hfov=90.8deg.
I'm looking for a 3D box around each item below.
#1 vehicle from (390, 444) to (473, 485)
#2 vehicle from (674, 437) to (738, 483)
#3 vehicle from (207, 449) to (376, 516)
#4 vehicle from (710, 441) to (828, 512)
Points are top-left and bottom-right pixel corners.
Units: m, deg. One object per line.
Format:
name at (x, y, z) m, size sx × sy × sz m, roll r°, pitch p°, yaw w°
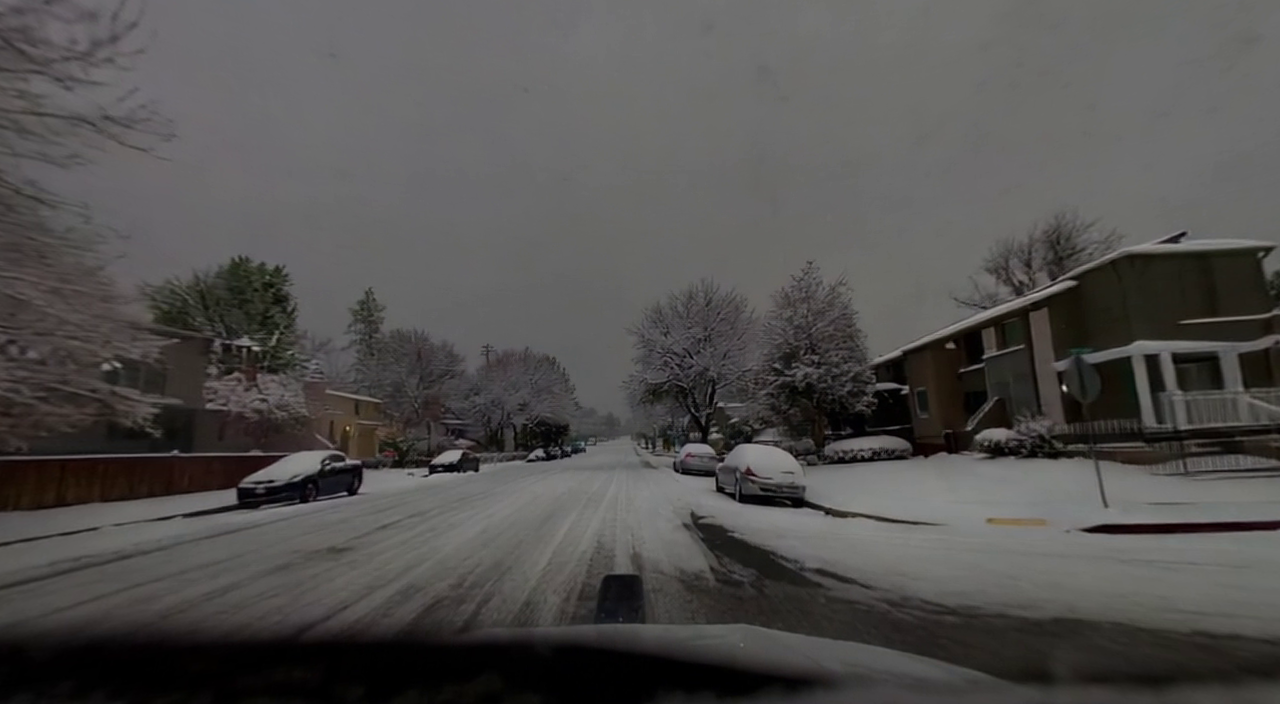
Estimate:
vehicle at (-8.945, 4.838, 27.509) m, size 2.027 × 1.584 × 4.476 m, roll 0°, pitch -9°, yaw 1°
vehicle at (2.930, 4.939, 29.295) m, size 2.225 × 1.911 × 5.322 m, roll 0°, pitch -9°, yaw -2°
vehicle at (-8.644, 3.230, 16.227) m, size 1.937 × 1.427 × 4.510 m, roll 0°, pitch -9°, yaw -3°
vehicle at (3.075, 3.060, 16.036) m, size 1.927 × 1.529 × 4.144 m, roll 0°, pitch -9°, yaw -3°
